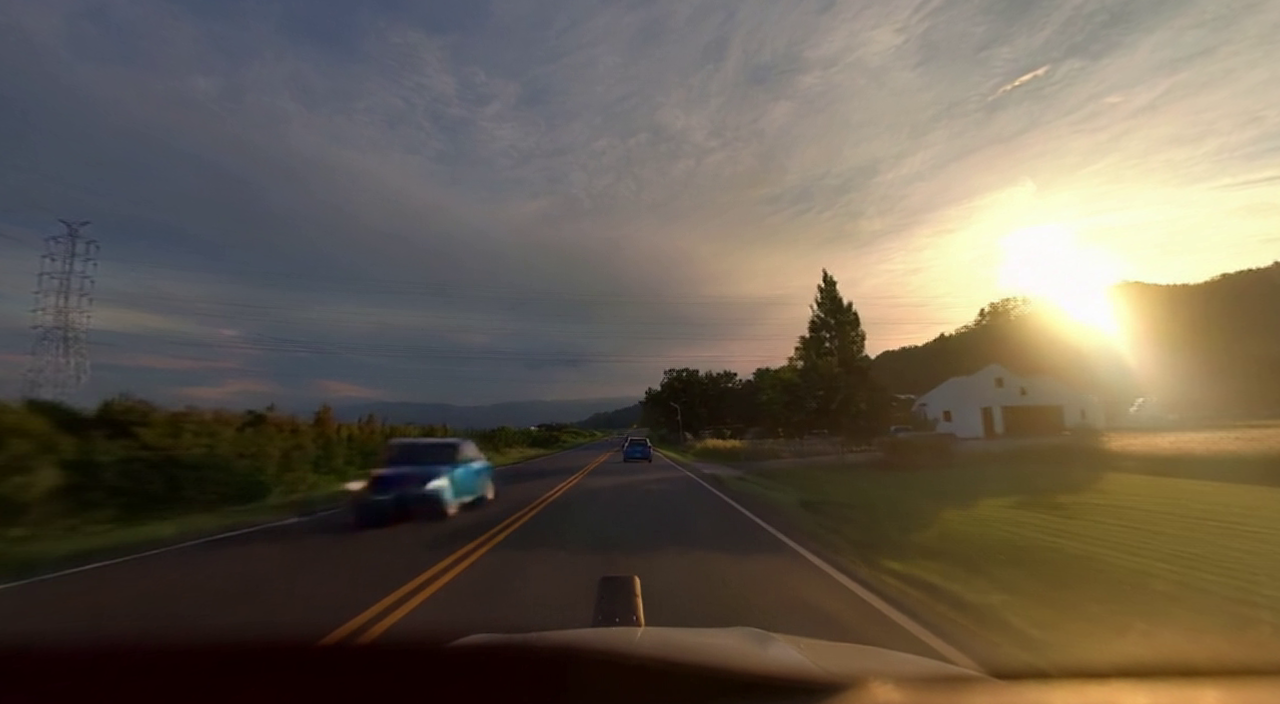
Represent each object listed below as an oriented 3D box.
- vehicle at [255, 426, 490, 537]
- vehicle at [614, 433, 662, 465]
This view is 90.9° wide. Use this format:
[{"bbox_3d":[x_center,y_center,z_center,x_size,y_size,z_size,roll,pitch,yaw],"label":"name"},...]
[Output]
[{"bbox_3d":[-4.110,2.034,10.696,2.091,1.470,4.490,0,-8,-1],"label":"vehicle"},{"bbox_3d":[-0.127,4.836,31.552,2.241,1.471,3.829,0,-8,-1],"label":"vehicle"}]
